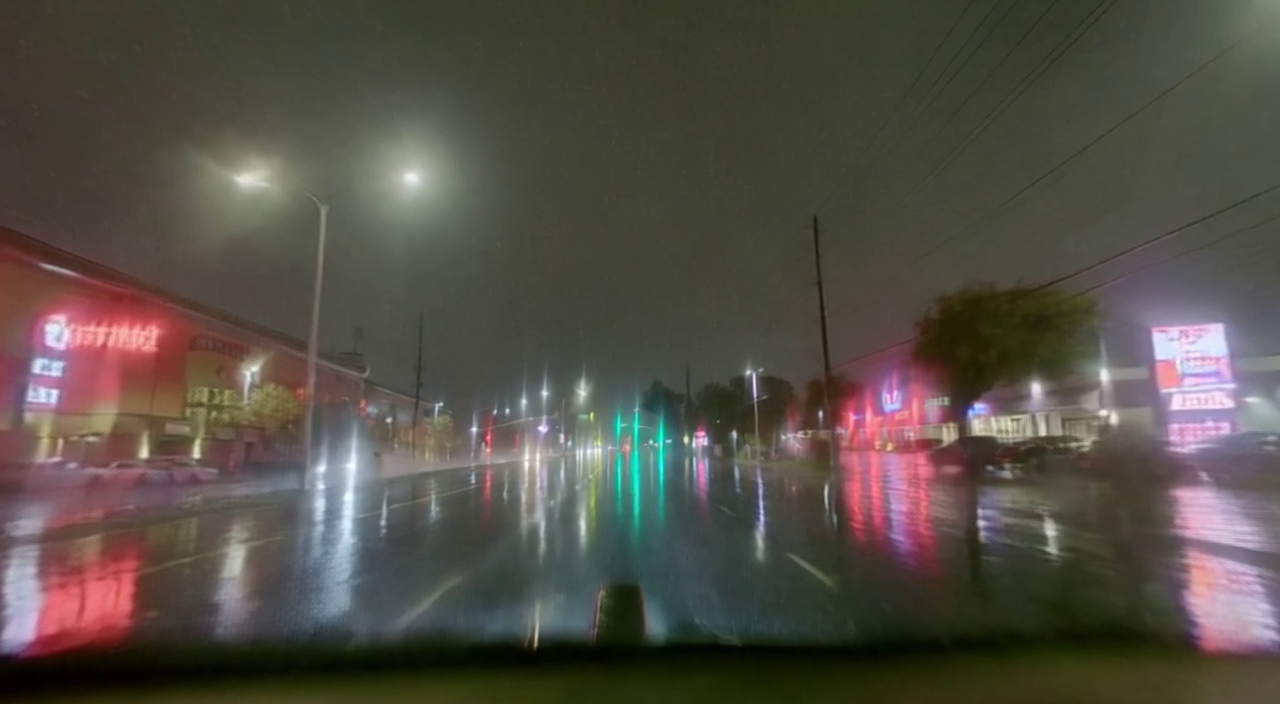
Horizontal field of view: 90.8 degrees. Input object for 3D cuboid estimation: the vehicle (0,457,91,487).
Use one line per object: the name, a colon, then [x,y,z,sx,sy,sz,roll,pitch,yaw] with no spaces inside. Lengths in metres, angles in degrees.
vehicle: [-31.332,6.150,32.395,4.593,1.433,1.711,0,-9,-2]

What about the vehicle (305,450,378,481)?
vehicle: [-16.001,6.064,34.127,1.872,1.505,4.296,0,-9,0]

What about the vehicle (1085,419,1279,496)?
vehicle: [13.352,2.419,14.717,4.386,1.570,2.043,-1,-9,-2]

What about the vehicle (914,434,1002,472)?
vehicle: [15.255,4.870,30.619,1.881,1.664,4.658,0,-9,1]

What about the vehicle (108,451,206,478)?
vehicle: [-31.041,7.231,40.704,4.528,1.666,2.077,0,-9,-2]
